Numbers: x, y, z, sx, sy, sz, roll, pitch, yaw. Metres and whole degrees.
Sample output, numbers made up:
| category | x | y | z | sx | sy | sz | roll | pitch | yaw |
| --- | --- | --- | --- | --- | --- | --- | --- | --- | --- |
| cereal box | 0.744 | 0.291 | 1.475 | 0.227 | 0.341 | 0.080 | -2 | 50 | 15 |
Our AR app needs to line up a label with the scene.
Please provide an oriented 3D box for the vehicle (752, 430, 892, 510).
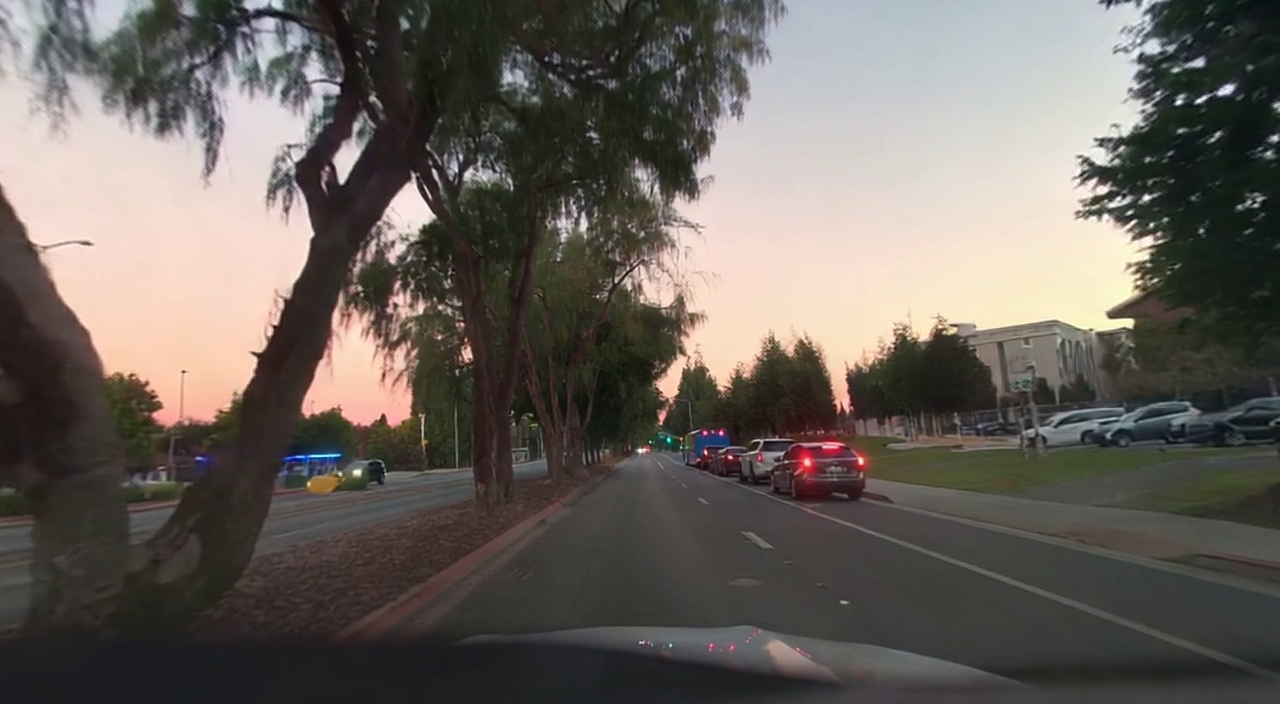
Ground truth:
| category | x | y | z | sx | sy | sz | roll | pitch | yaw |
| --- | --- | --- | --- | --- | --- | --- | --- | --- | --- |
| vehicle | 4.438 | 2.953 | 16.328 | 2.094 | 1.731 | 4.763 | 0 | -9 | -1 |

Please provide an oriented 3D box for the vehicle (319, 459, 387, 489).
| category | x | y | z | sx | sy | sz | roll | pitch | yaw |
| --- | --- | --- | --- | --- | --- | --- | --- | --- | --- |
| vehicle | -19.576 | 8.331 | 43.392 | 2.166 | 1.804 | 4.897 | -1 | -9 | 3 |

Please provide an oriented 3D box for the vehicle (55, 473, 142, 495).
| category | x | y | z | sx | sy | sz | roll | pitch | yaw |
| --- | --- | --- | --- | --- | --- | --- | --- | --- | --- |
| vehicle | -41.410 | 10.096 | 48.423 | 4.609 | 1.553 | 2.129 | 0 | -9 | -2 |

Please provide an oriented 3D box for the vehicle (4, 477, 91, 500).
| category | x | y | z | sx | sy | sz | roll | pitch | yaw |
| --- | --- | --- | --- | --- | --- | --- | --- | --- | --- |
| vehicle | -42.201 | 9.722 | 45.016 | 4.357 | 1.435 | 1.816 | 0 | -9 | 1 |
